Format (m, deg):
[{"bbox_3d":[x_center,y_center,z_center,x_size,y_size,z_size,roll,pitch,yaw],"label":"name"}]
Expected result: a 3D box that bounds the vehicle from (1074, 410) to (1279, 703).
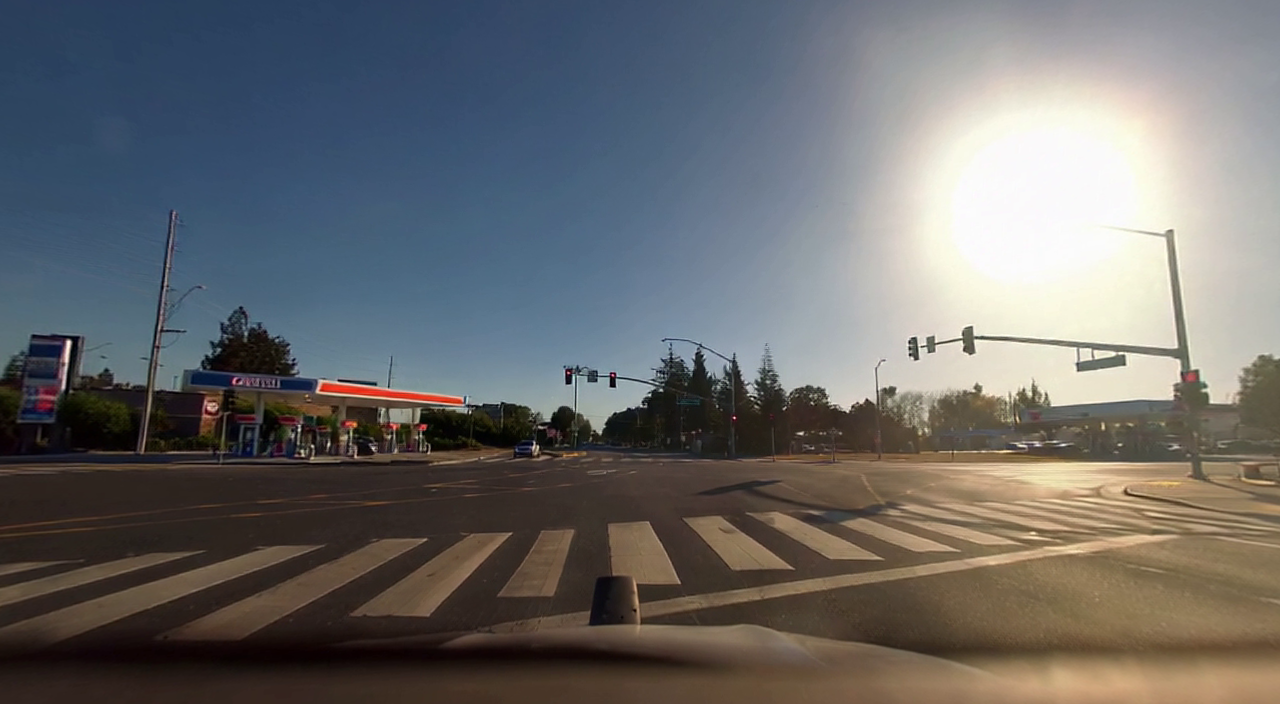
[{"bbox_3d":[3.318,0.749,1.038,2.023,1.437,4.477,0,-8,0],"label":"vehicle"}]
